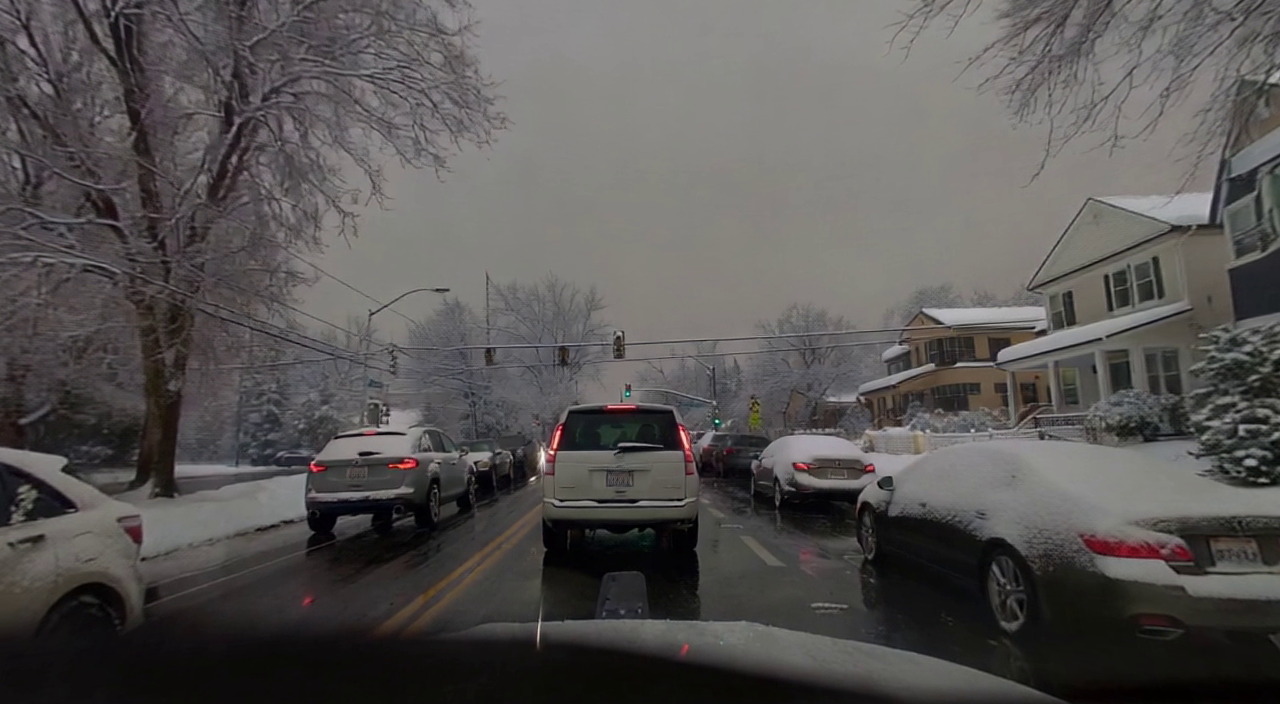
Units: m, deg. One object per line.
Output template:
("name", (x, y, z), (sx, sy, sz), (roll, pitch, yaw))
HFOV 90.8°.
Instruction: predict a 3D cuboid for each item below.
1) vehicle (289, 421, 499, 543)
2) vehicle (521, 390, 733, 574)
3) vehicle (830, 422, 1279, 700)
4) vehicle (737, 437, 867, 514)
("vehicle", (-3.721, 2.025, 10.522), (1.864, 1.576, 4.324), (0, -8, -2))
("vehicle", (-0.216, 1.635, 8.675), (2.164, 1.867, 4.254), (0, -8, -2))
("vehicle", (3.472, 1.465, 5.778), (1.977, 1.480, 4.589), (0, -8, -1))
("vehicle", (3.492, 2.715, 14.408), (1.880, 1.476, 3.932), (0, -8, 0))
